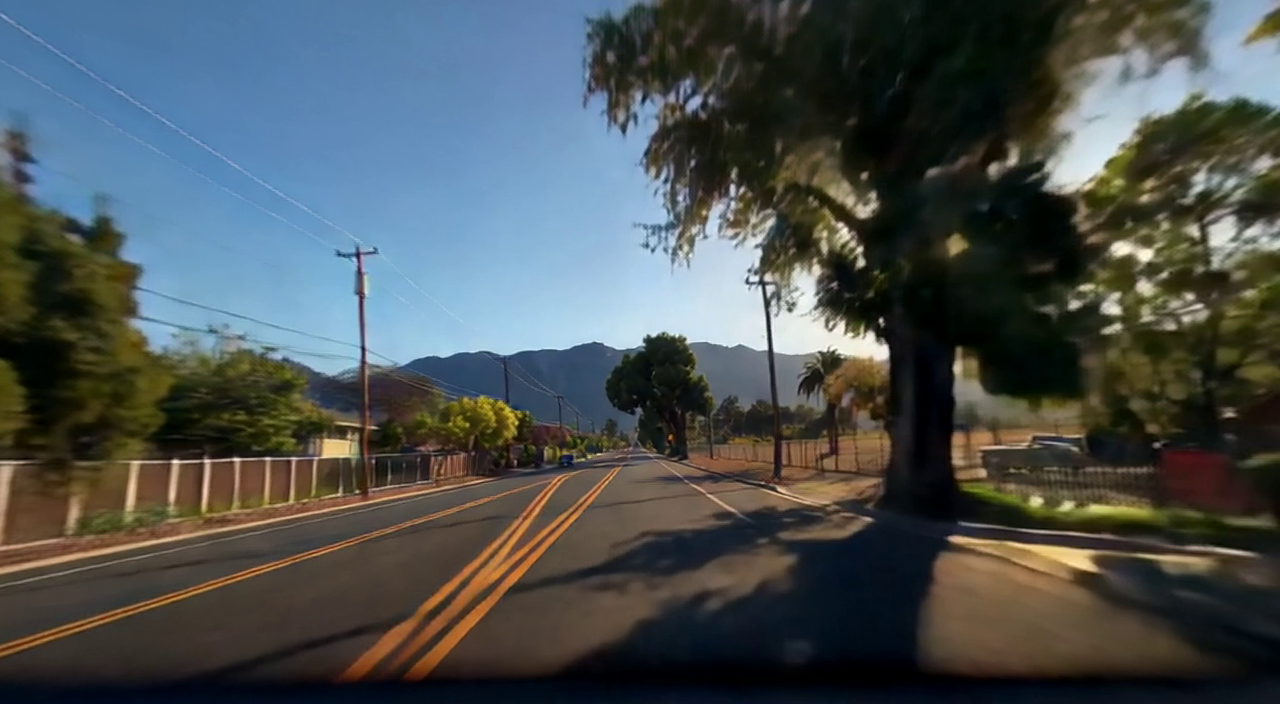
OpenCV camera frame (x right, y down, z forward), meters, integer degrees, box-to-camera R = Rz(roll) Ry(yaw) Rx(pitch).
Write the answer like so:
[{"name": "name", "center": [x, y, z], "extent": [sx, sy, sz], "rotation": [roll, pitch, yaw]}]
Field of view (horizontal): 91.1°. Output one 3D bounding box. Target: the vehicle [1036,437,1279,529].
[{"name": "vehicle", "center": [10.300, 2.366, 11.677], "extent": [4.540, 1.505, 2.021], "rotation": [-3, -9, 21]}]
